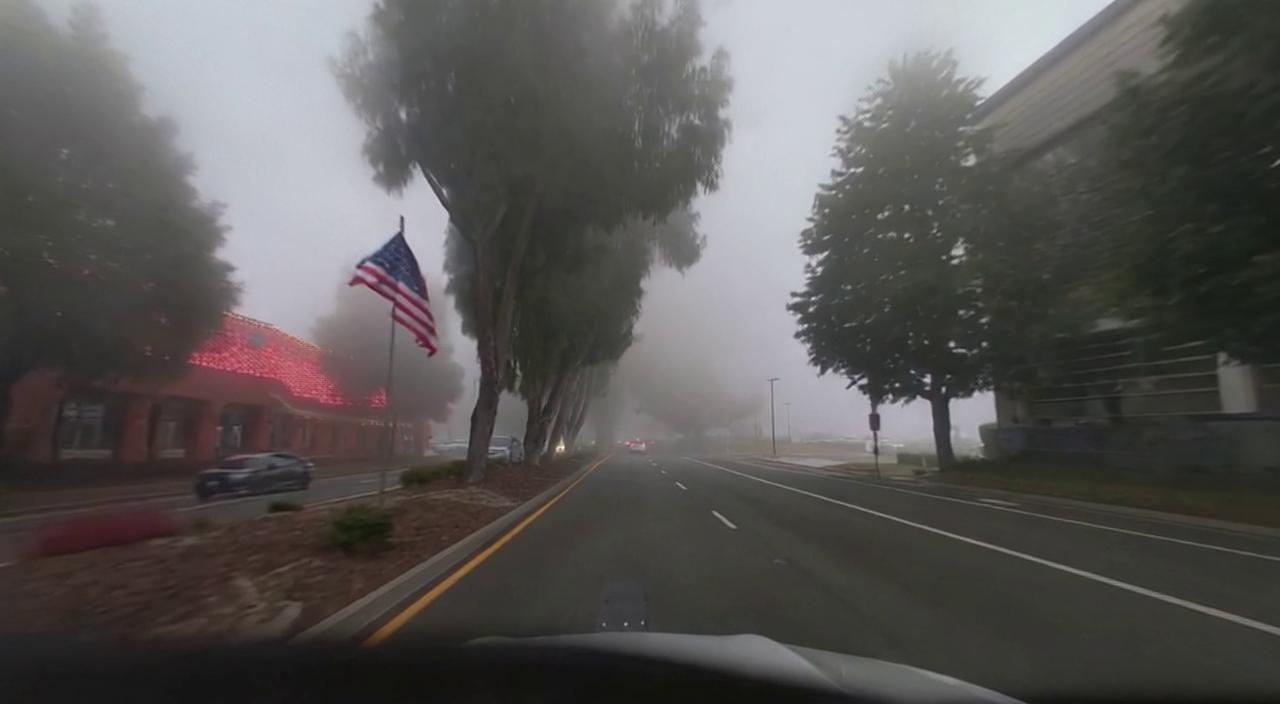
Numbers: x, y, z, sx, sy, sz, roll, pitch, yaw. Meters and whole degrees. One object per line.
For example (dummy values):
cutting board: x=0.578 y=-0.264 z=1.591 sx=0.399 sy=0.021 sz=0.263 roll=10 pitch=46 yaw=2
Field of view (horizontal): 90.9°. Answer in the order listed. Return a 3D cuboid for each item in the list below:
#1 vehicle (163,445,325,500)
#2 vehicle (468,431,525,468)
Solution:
vehicle: x=-11.643 y=3.527 z=18.990 sx=1.874 sy=1.407 sz=4.606 roll=0 pitch=-8 yaw=0
vehicle: x=-8.439 y=5.793 z=37.545 sx=2.171 sy=1.975 sz=5.168 roll=0 pitch=-8 yaw=0
